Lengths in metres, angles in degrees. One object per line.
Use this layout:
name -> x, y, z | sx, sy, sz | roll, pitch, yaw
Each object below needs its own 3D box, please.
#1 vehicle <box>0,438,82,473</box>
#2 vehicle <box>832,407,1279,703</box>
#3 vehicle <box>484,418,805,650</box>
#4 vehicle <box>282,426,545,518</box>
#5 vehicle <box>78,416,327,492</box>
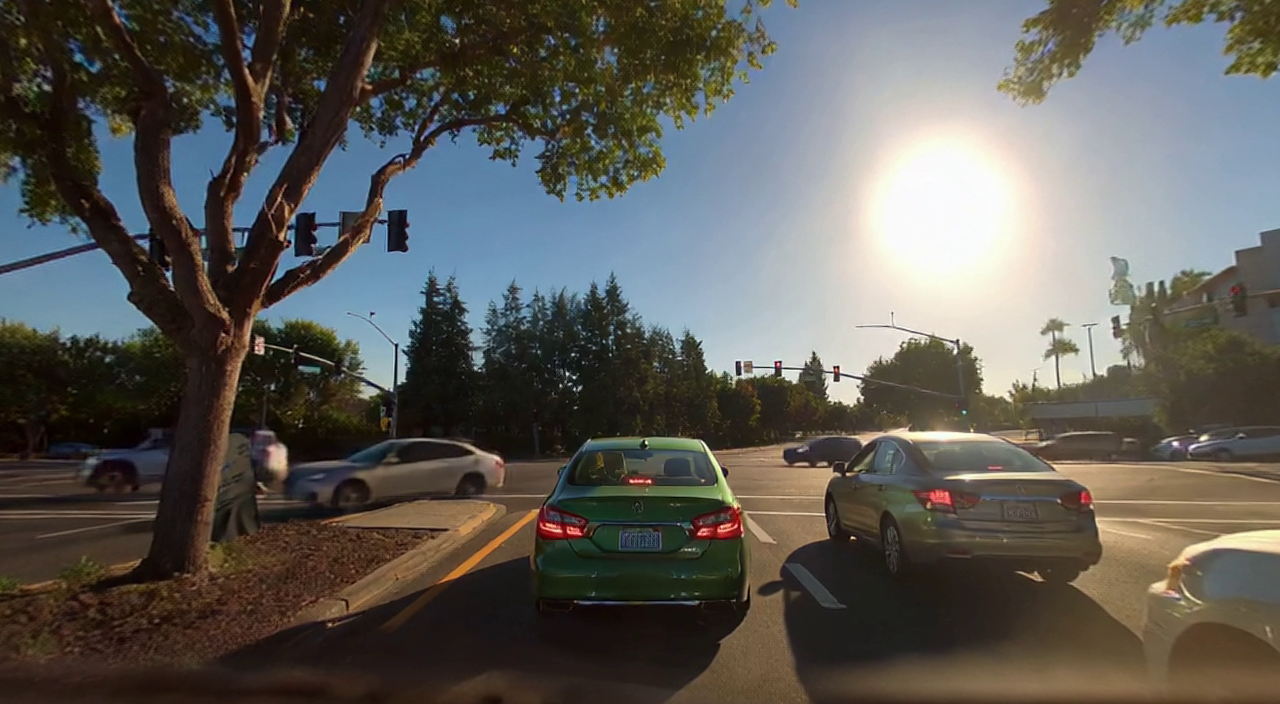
vehicle -> -30.245, 5.013, 30.760 | 4.517, 1.637, 1.935 | -1, -9, 8
vehicle -> 3.092, 1.299, 4.857 | 1.861, 1.479, 4.371 | 0, -9, 0
vehicle -> 0.024, 1.469, 6.158 | 2.026, 1.458, 4.175 | 0, -9, 0
vehicle -> -4.258, 2.314, 12.748 | 2.047, 1.473, 4.673 | -5, -10, 32
vehicle -> -11.433, 2.692, 16.958 | 1.998, 1.709, 4.984 | -5, -10, 33
